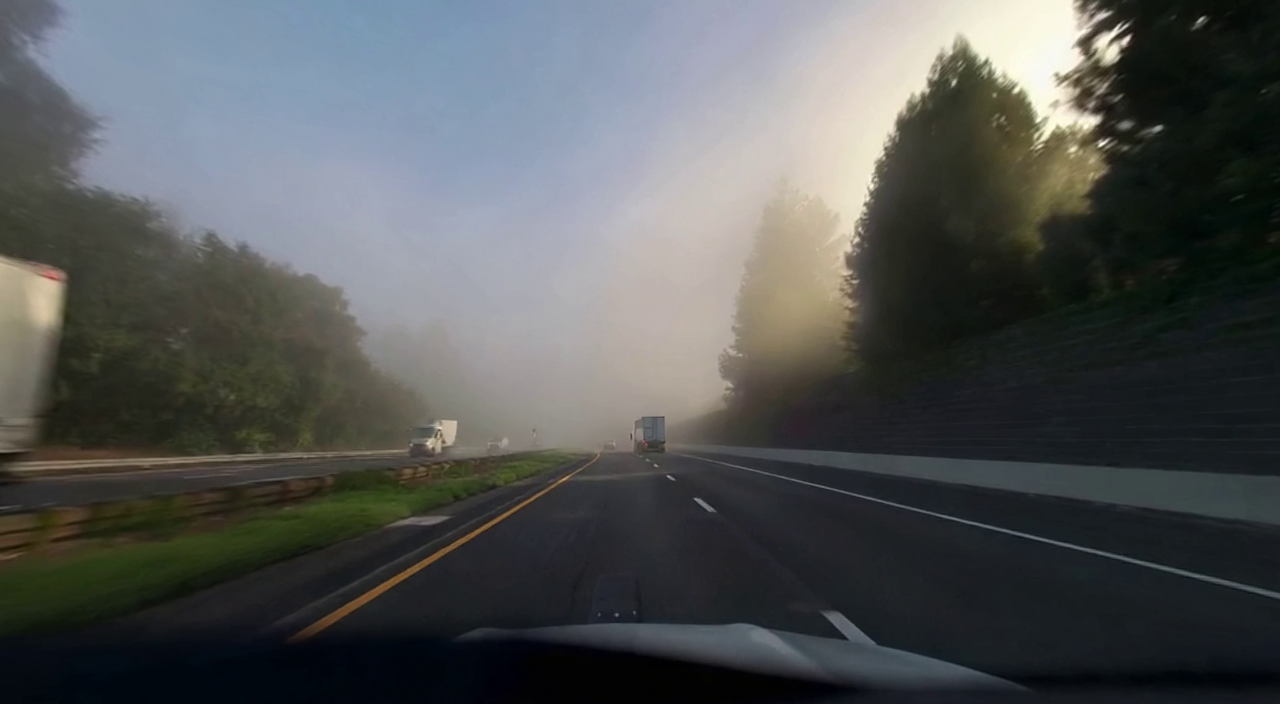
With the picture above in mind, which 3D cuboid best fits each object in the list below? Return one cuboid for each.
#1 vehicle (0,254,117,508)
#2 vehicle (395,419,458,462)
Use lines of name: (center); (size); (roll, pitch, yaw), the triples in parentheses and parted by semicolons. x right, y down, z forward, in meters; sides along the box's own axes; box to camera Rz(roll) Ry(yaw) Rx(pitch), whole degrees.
vehicle: (-13.059, -0.171, 6.325); (3.640, 4.457, 14.111); (0, -8, -1)
vehicle: (-14.117, 5.948, 42.113); (2.294, 2.641, 5.907); (0, -8, -2)
